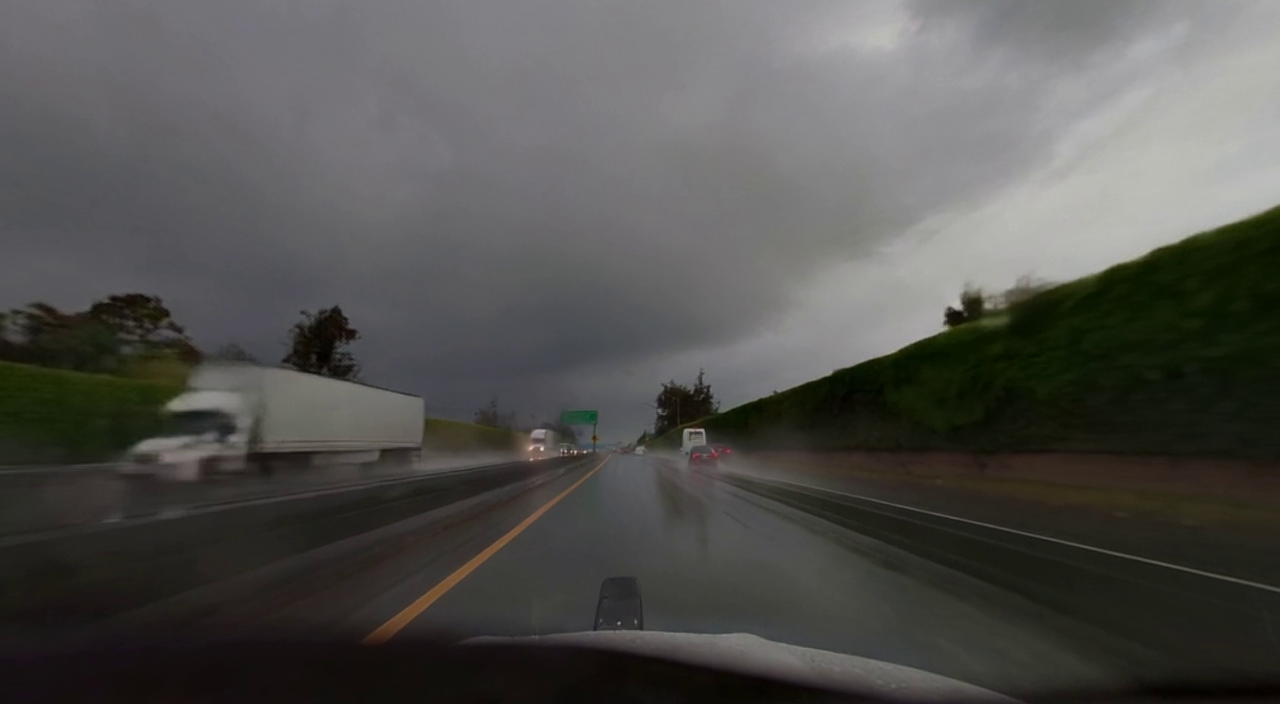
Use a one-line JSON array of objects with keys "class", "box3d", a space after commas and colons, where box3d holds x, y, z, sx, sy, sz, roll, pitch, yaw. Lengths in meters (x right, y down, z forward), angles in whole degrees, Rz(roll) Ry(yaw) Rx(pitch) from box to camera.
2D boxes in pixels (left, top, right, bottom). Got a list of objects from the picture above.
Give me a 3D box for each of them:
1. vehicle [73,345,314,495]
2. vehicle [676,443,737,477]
[{"class": "vehicle", "box3d": [-13.429, 2.226, 19.698, 3.118, 3.986, 5.803, 0, -9, -1]}, {"class": "vehicle", "box3d": [3.083, 5.171, 30.209, 2.244, 1.498, 4.338, 0, -9, -3]}]
